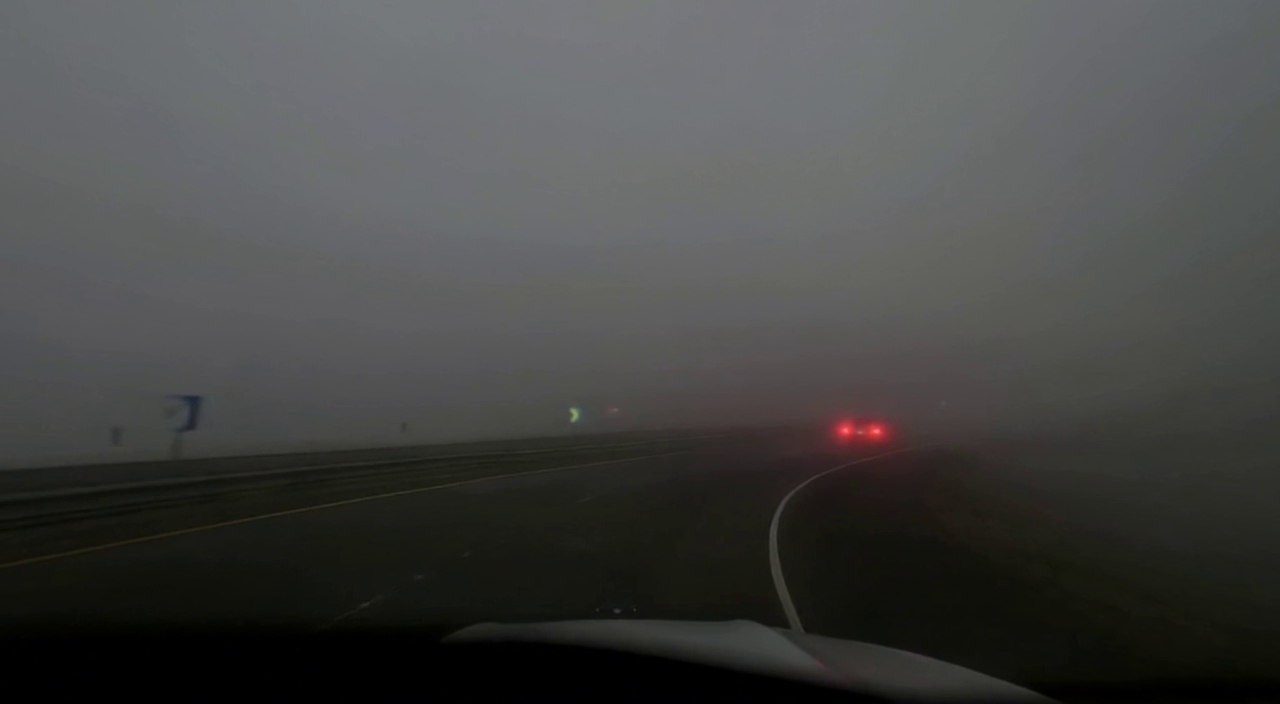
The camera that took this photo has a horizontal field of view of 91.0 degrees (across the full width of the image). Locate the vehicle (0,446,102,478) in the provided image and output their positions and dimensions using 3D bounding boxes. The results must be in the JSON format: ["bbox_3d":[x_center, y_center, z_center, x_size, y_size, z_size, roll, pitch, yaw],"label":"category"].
[{"bbox_3d":[-31.374,5.792,33.417,4.119,1.500,1.767,6,-10,-41],"label":"vehicle"}]

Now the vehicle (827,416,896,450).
[{"bbox_3d":[10.446,3.774,29.537,2.028,1.440,3.970,-2,-7,35],"label":"vehicle"}]
